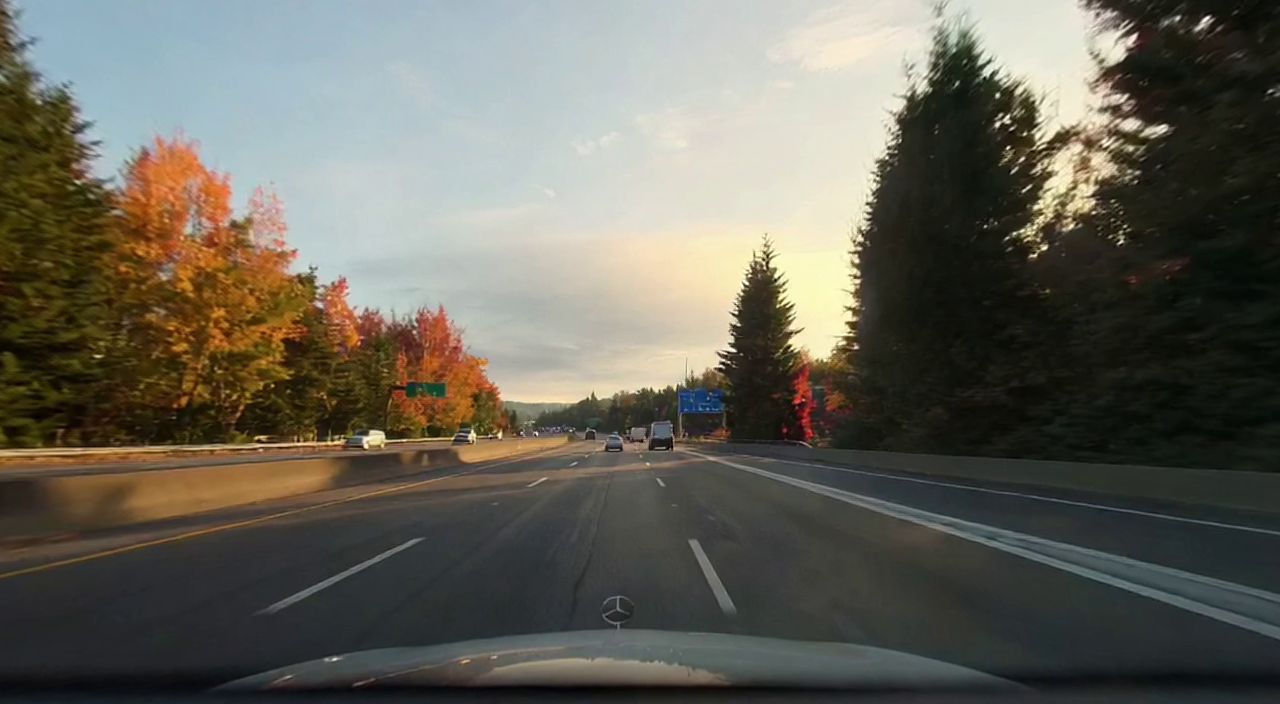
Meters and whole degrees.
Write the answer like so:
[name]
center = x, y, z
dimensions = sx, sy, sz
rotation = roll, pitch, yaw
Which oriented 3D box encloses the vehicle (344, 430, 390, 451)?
[vehicle]
center = -20.011, 6.467, 46.206
dimensions = 1.706, 1.457, 3.739
rotation = 0, -8, -1
